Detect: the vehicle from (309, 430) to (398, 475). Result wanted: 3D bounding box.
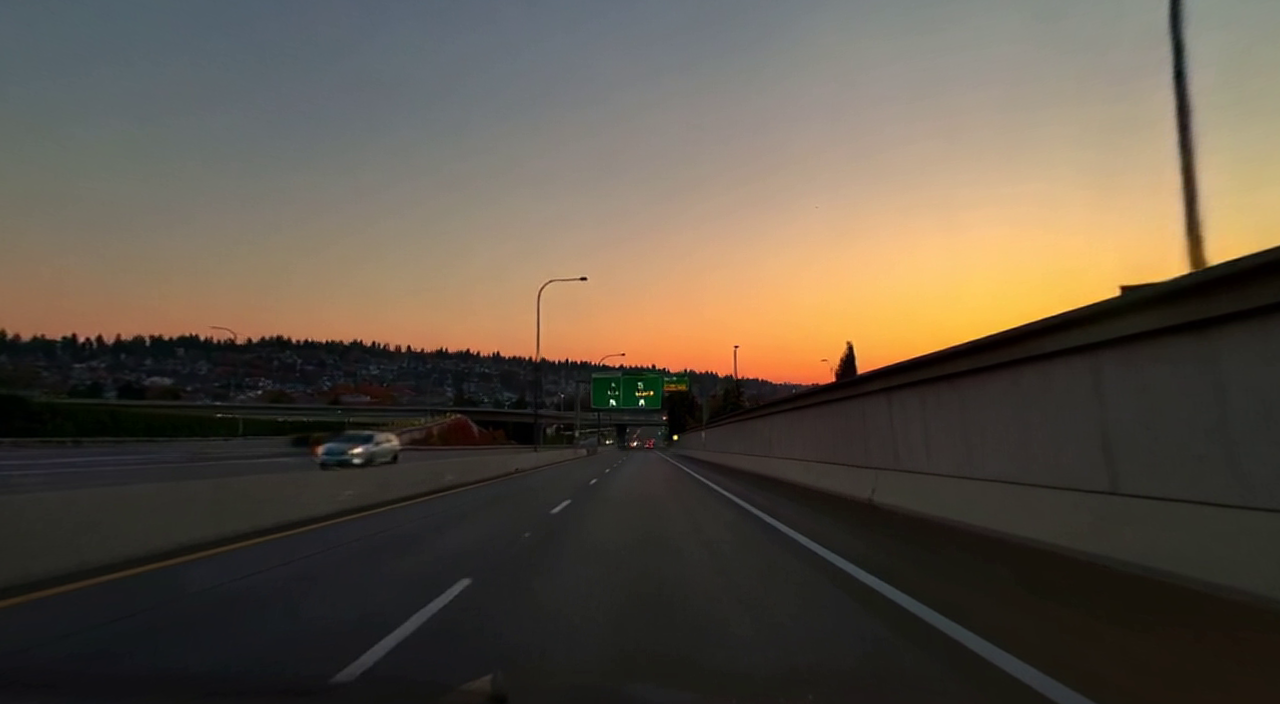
[{"bbox_3d":[-15.961,5.602,35.456,2.415,2.310,5.278,0,-8,1],"label":"vehicle"}]
